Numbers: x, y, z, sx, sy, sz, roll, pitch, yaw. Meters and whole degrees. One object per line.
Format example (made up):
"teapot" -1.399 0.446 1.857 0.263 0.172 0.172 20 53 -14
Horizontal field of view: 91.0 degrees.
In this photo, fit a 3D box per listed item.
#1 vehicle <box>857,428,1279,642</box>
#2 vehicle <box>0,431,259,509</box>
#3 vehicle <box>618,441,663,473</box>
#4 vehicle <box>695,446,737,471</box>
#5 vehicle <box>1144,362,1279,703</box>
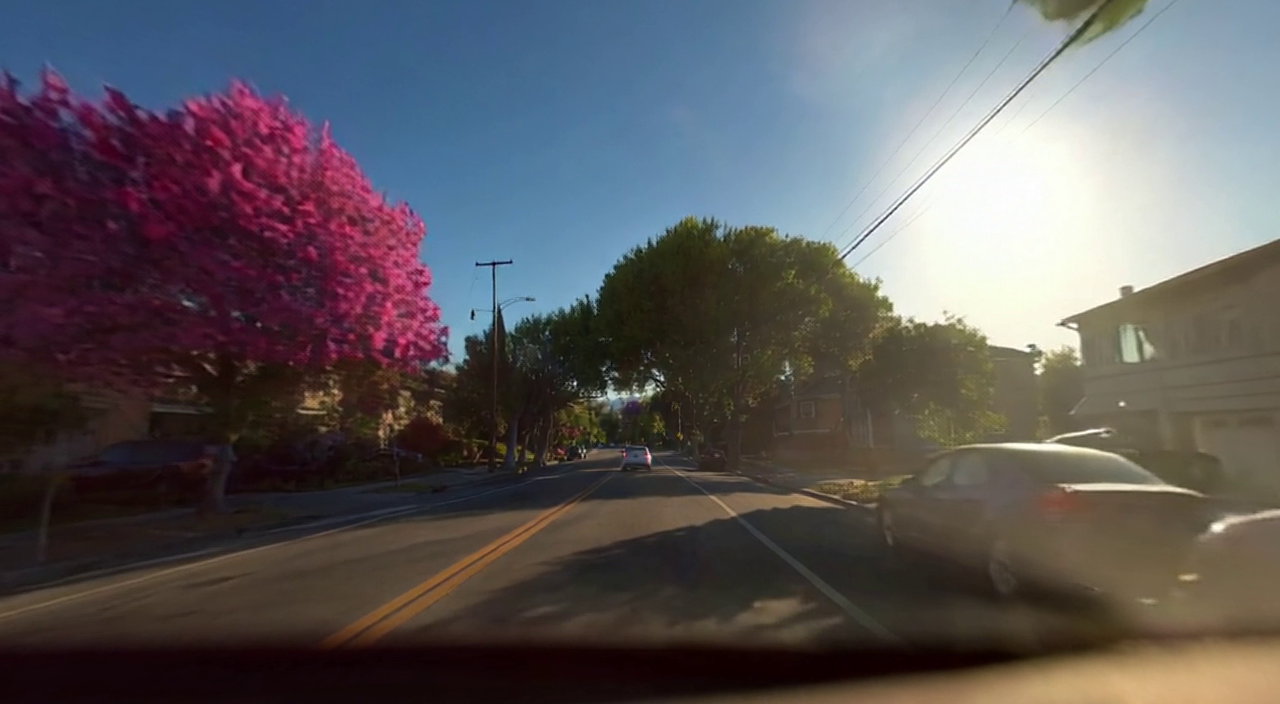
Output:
"vehicle" 4.044 1.664 6.816 1.899 1.547 4.259 0 -8 1
"vehicle" -15.597 3.628 19.408 6.278 1.911 2.173 -3 -10 0
"vehicle" 0.037 5.272 31.715 2.104 1.500 3.815 0 -8 0
"vehicle" 4.697 6.679 39.806 1.977 1.481 5.155 0 -8 0
"vehicle" 4.121 0.705 1.247 2.100 1.830 5.040 0 -8 1
